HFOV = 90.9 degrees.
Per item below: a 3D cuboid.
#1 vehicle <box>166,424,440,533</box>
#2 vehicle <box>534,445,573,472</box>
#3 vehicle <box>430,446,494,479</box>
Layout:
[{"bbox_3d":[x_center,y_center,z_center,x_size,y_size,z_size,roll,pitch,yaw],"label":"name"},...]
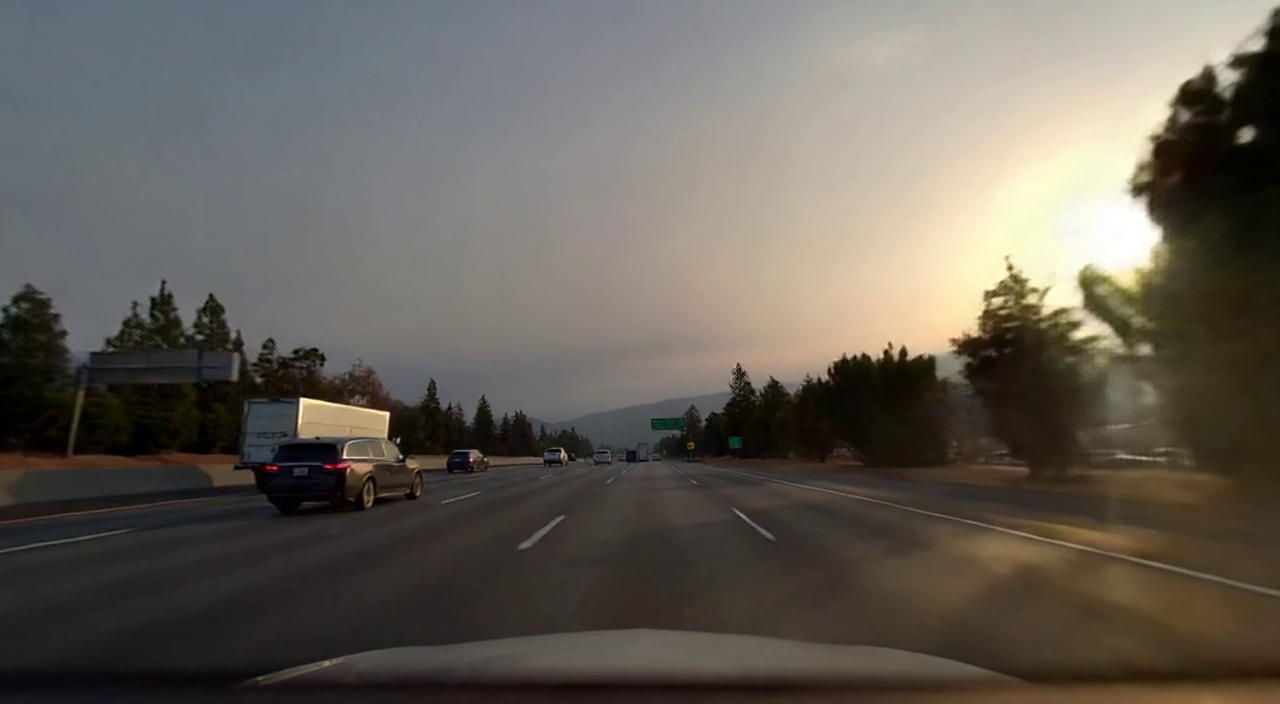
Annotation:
[{"bbox_3d":[-6.583,2.558,13.621,2.403,1.773,6.276,0,-8,1],"label":"vehicle"},{"bbox_3d":[-5.993,7.421,44.222,2.009,1.735,4.358,0,-8,1],"label":"vehicle"},{"bbox_3d":[-9.613,5.964,34.410,2.060,1.662,4.469,-1,-8,2],"label":"vehicle"}]
